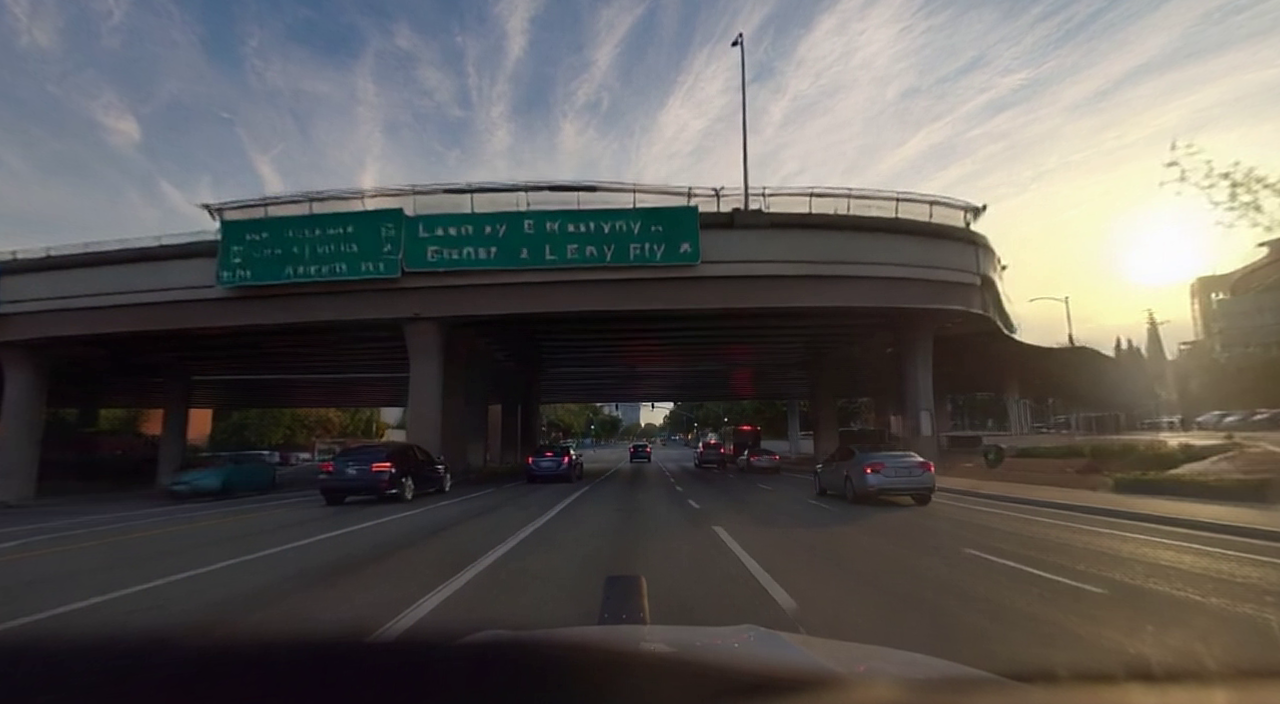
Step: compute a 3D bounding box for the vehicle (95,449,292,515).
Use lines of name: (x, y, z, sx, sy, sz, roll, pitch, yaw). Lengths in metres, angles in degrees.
vehicle: (-11.743, 3.401, 17.020, 1.898, 1.475, 4.629, 0, -8, 1)

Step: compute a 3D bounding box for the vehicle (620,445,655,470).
vehicle: (-0.143, 6.420, 38.472, 2.026, 1.453, 3.780, 0, -8, 0)

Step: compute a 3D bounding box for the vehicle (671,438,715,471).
vehicle: (3.013, 5.924, 36.554, 2.034, 1.762, 4.420, 0, -8, -1)

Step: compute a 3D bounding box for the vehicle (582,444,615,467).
vehicle: (-2.822, 7.131, 43.310, 1.980, 1.491, 4.351, 0, -8, 0)

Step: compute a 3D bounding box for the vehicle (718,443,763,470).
vehicle: (6.057, 6.372, 38.422, 1.924, 1.527, 4.268, 0, -8, -2)

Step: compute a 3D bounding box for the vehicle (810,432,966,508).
vehicle: (6.005, 2.895, 15.927, 2.056, 1.624, 4.498, 0, -8, 0)

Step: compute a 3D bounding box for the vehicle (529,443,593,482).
vehicle: (-3.180, 4.539, 26.038, 2.041, 1.466, 4.212, 0, -8, 1)

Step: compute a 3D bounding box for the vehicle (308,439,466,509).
vehicle: (-6.086, 2.960, 15.798, 2.070, 1.488, 4.376, 0, -8, 1)
